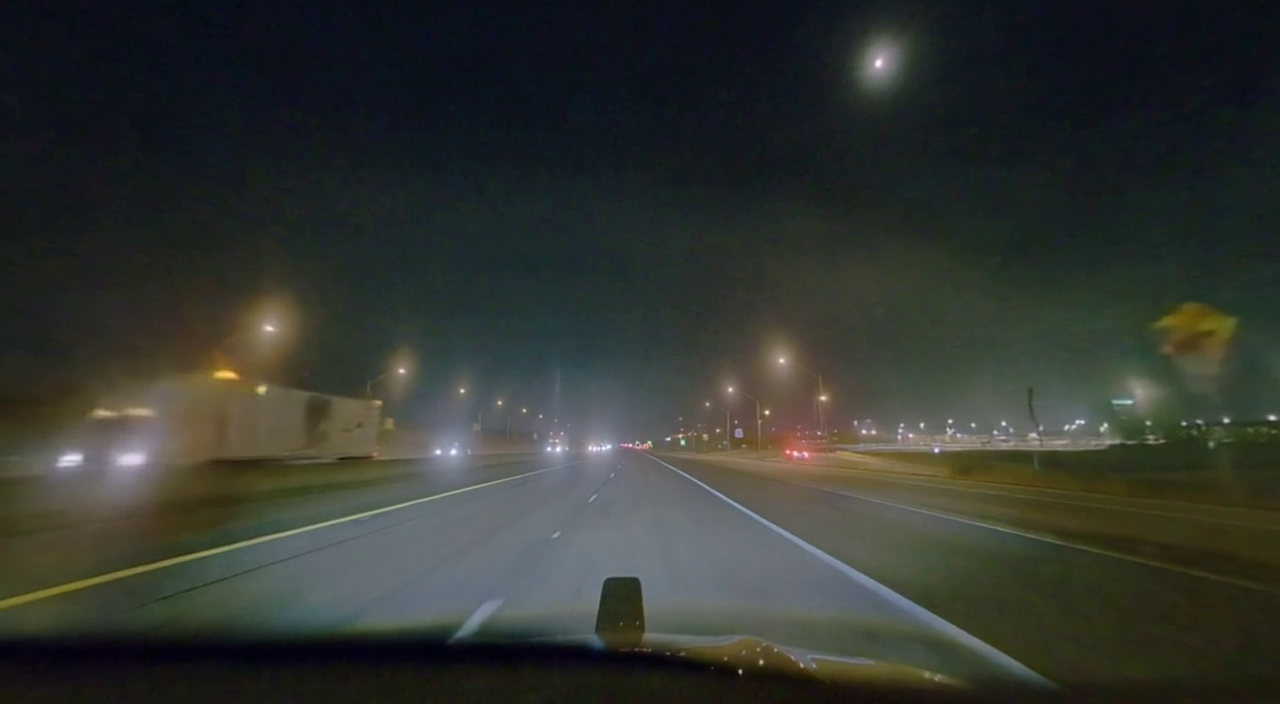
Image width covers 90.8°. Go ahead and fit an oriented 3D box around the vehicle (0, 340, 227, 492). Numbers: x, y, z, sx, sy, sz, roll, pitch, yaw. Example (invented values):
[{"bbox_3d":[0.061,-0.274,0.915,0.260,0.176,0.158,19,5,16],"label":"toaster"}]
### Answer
[{"bbox_3d":[-16.195,2.090,19.251,2.986,3.924,5.914,0,-9,-1],"label":"vehicle"}]
